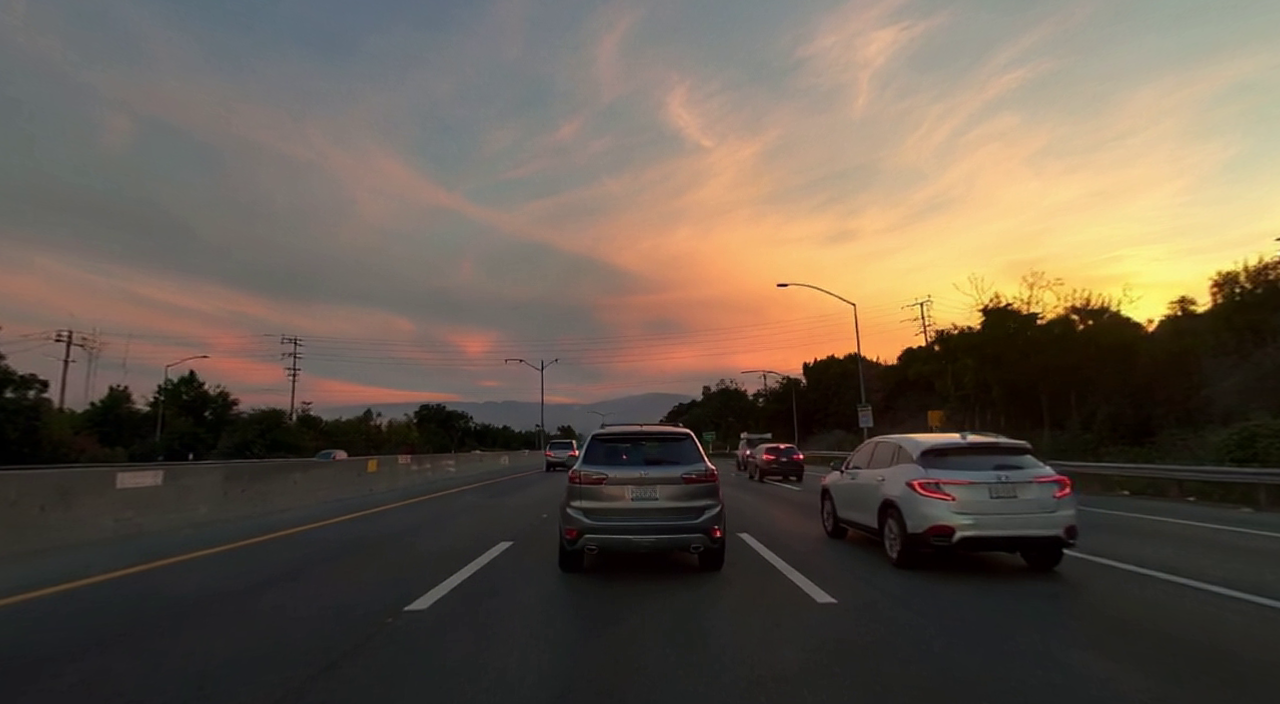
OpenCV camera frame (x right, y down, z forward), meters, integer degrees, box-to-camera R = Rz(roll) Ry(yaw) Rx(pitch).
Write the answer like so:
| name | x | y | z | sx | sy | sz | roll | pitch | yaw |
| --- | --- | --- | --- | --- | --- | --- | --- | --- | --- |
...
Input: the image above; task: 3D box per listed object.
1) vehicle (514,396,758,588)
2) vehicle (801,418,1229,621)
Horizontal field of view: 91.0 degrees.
| name | x | y | z | sx | sy | sz | roll | pitch | yaw |
| --- | --- | --- | --- | --- | --- | --- | --- | --- | --- |
| vehicle | -0.125 | 1.590 | 7.843 | 2.230 | 1.740 | 3.976 | 0 | -9 | -3 |
| vehicle | 3.472 | 1.642 | 7.219 | 2.028 | 1.534 | 4.691 | 0 | -9 | 0 |
